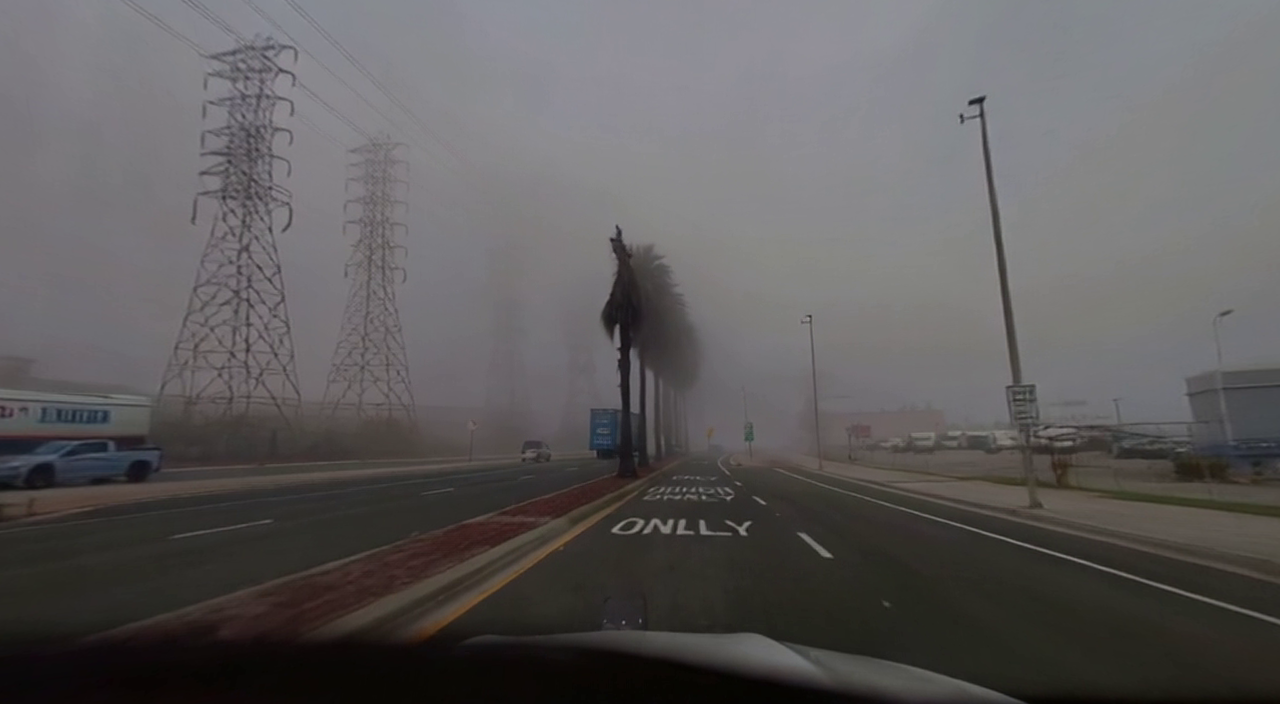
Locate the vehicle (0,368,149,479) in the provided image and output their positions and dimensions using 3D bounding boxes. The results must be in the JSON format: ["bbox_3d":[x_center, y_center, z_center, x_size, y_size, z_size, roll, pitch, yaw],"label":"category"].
[{"bbox_3d":[-23.347,2.604,22.140,2.907,3.760,11.193,-4,-8,3],"label":"vehicle"}]

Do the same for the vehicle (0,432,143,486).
[{"bbox_3d":[-19.834,3.596,21.637,1.751,1.639,4.434,-2,-7,4],"label":"vehicle"}]
